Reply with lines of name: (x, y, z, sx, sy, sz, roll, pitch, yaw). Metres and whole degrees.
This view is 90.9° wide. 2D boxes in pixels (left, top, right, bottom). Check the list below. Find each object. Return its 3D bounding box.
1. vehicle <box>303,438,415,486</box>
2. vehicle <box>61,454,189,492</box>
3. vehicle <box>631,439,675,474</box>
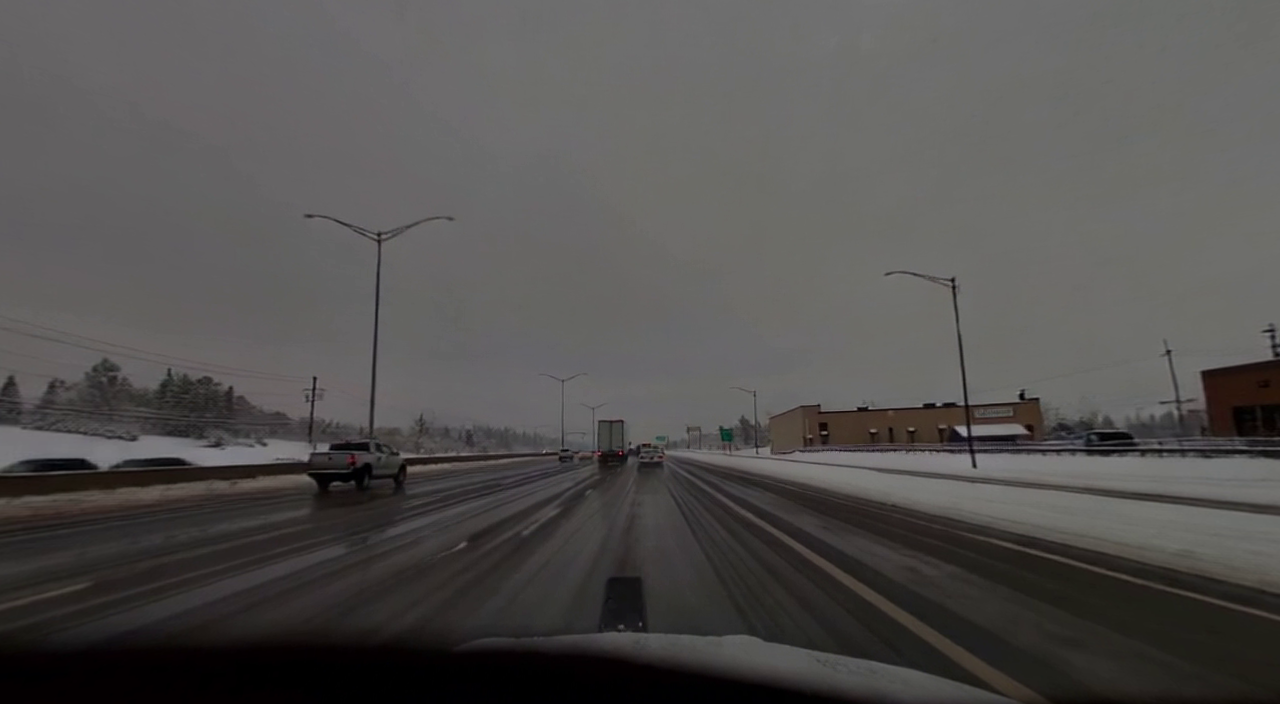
vehicle: (-10.829, 4.255, 24.748, 2.097, 1.673, 4.730, 0, -8, 2)
vehicle: (-23.813, 5.576, 29.454, 1.994, 1.532, 4.674, 0, -8, 0)
vehicle: (0.709, 5.837, 35.503, 2.279, 1.837, 4.747, 0, -8, 0)
